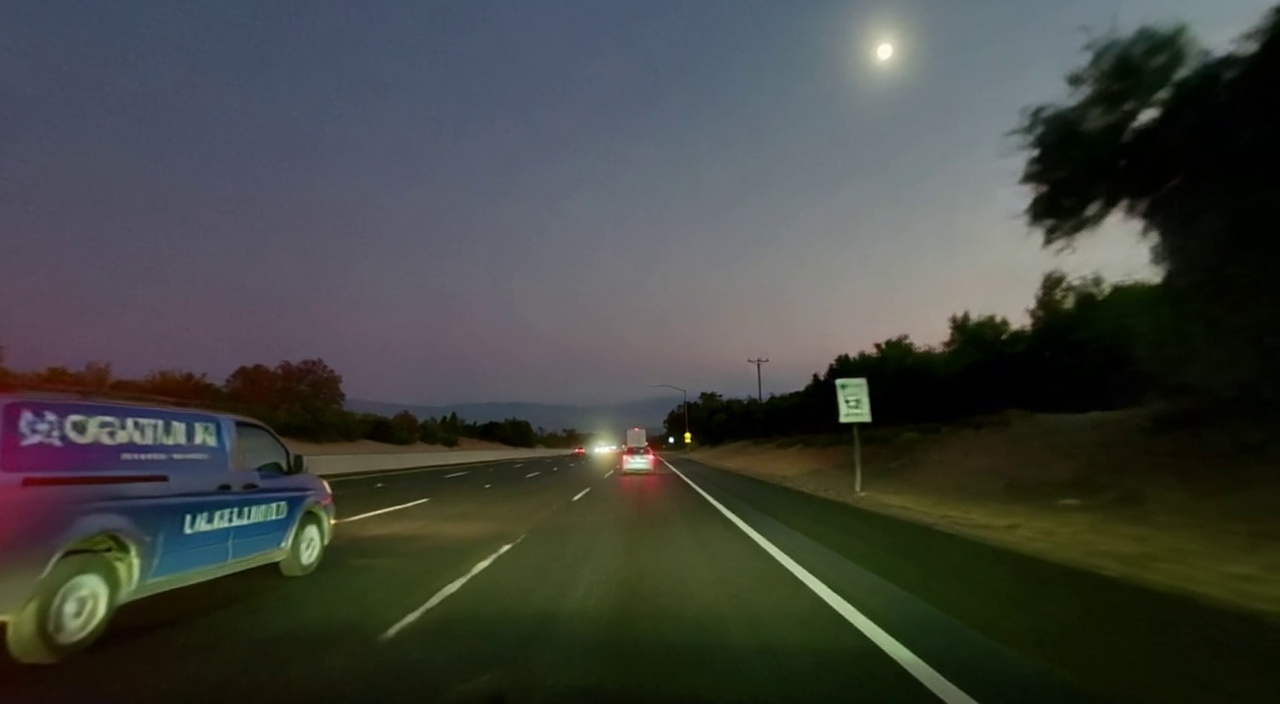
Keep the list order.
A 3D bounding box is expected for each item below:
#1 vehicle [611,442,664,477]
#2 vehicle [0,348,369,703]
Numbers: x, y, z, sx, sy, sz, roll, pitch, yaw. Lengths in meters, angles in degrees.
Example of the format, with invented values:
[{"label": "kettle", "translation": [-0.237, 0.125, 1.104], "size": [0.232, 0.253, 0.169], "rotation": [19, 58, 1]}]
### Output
[{"label": "vehicle", "translation": [-0.091, 4.869, 28.747], "size": [2.238, 1.479, 3.672], "rotation": [0, -9, 1]}, {"label": "vehicle", "translation": [-4.378, 1.183, 4.994], "size": [2.174, 1.862, 5.012], "rotation": [0, -9, 1]}]
